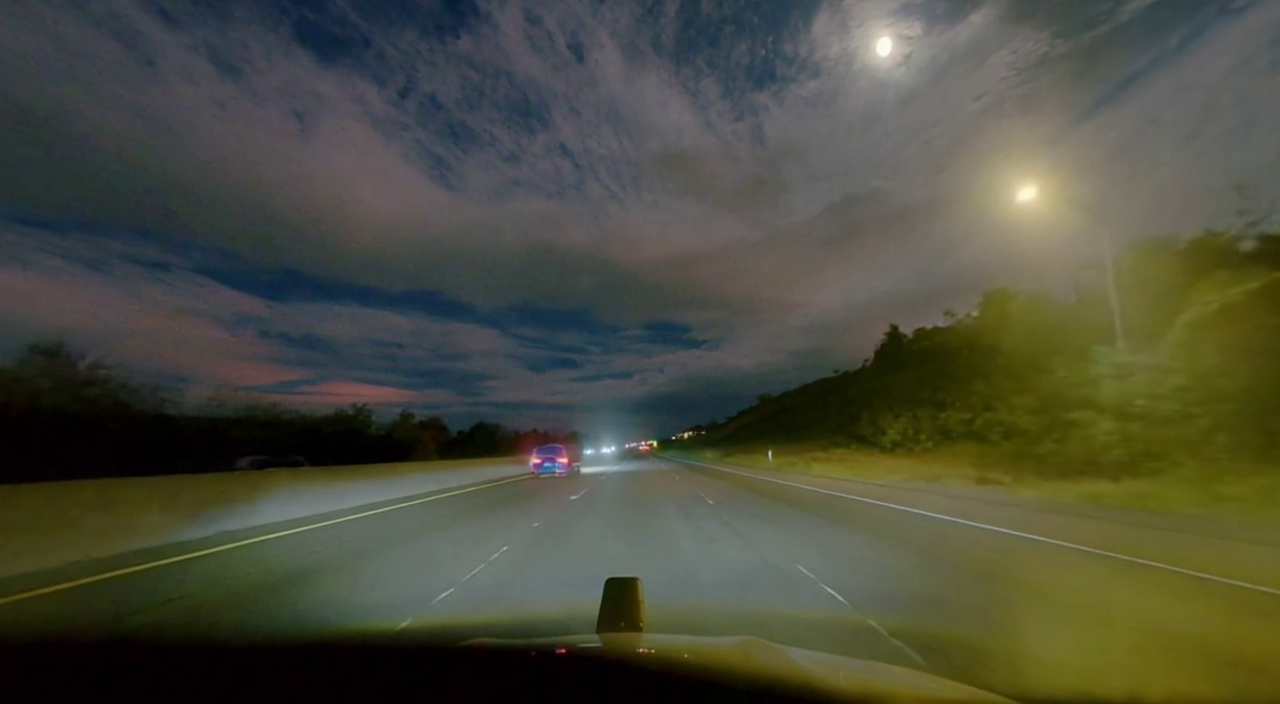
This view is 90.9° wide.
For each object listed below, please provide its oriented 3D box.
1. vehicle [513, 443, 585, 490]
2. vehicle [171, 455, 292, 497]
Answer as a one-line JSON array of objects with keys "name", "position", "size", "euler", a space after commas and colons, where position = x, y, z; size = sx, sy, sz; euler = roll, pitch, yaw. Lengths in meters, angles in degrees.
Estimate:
[{"name": "vehicle", "position": [-3.247, 4.199, 23.300], "size": [1.965, 1.556, 3.971], "euler": [-1, -9, 1]}, {"name": "vehicle", "position": [-16.222, 4.929, 25.348], "size": [1.933, 1.477, 4.382], "euler": [0, -9, 0]}]
